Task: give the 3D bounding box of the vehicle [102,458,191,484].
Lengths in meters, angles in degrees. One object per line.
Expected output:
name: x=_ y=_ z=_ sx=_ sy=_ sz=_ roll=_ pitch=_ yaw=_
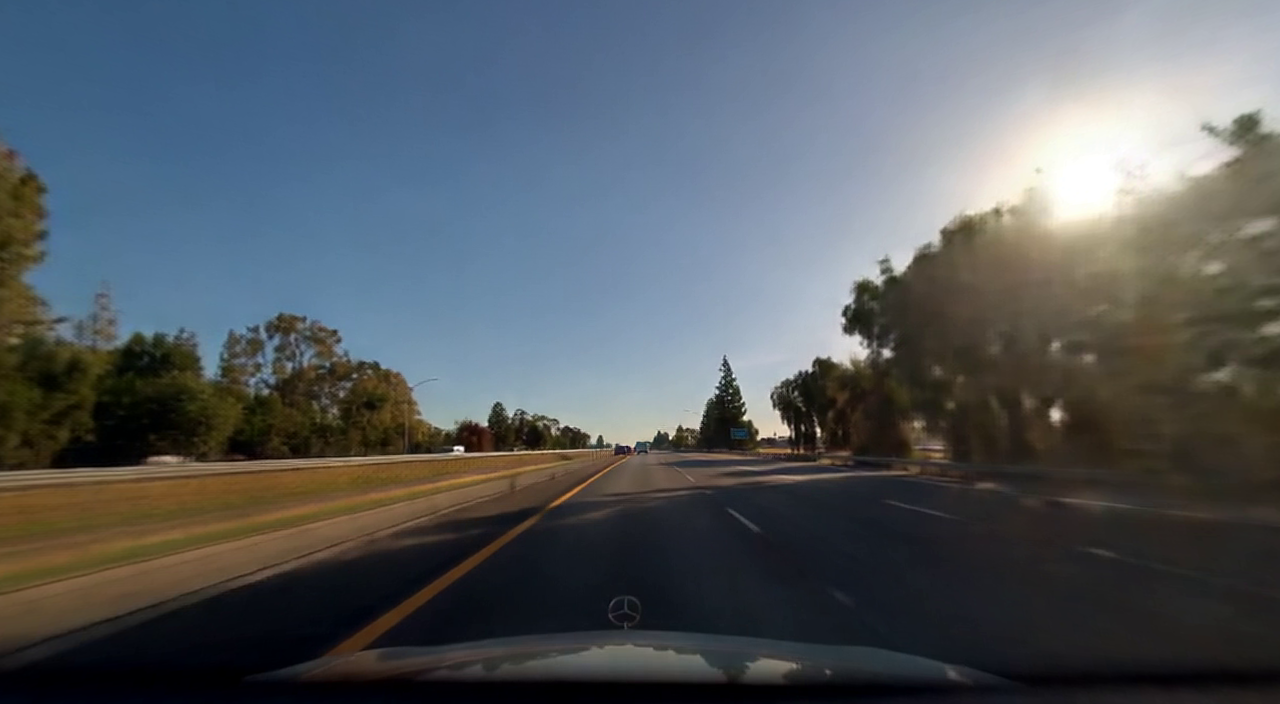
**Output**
vehicle: x=-32.268 y=7.802 z=41.426 sx=1.979 sy=1.481 sz=4.699 roll=0 pitch=-8 yaw=1
